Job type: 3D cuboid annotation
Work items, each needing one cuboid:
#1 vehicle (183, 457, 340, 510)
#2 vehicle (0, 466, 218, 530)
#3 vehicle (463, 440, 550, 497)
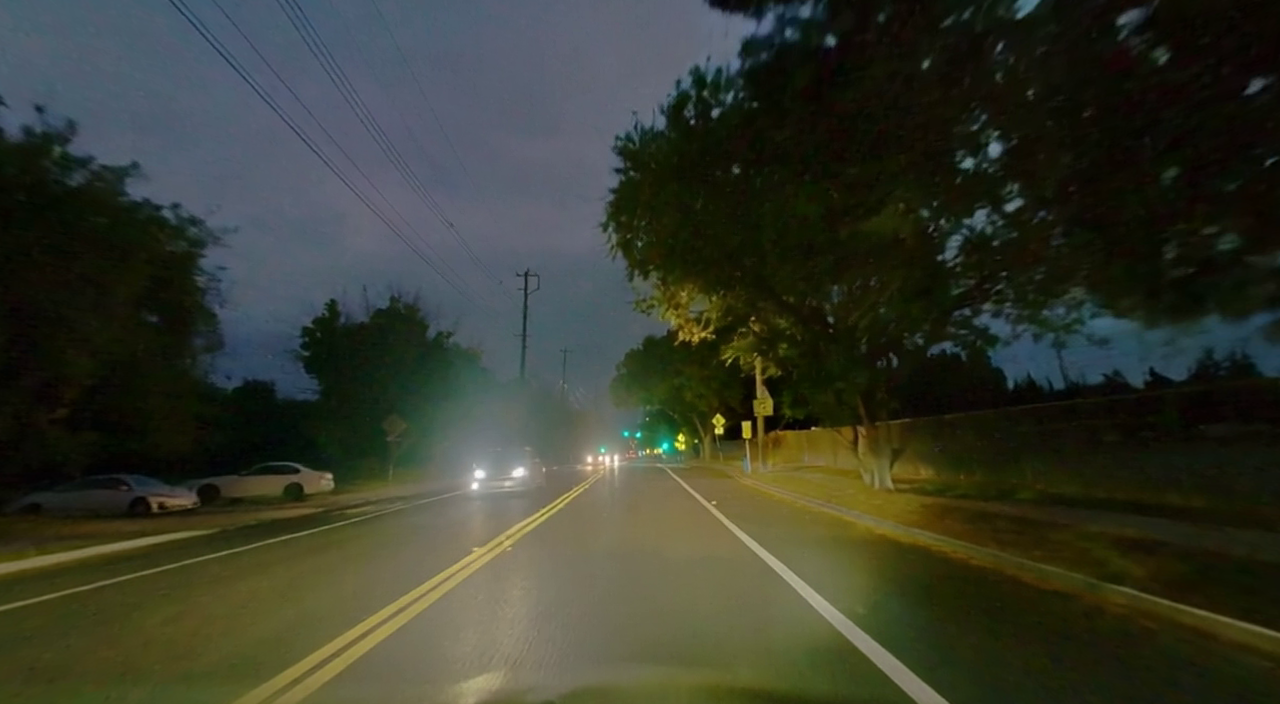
[{"bbox_3d":[-14.204,4.929,23.883,4.653,1.842,1.992,-1,-9,4],"label":"vehicle"},{"bbox_3d":[-15.572,4.258,18.689,4.641,1.636,1.983,0,-9,-5],"label":"vehicle"},{"bbox_3d":[-4.399,3.914,21.555,2.008,1.730,4.243,-1,-9,0],"label":"vehicle"}]
